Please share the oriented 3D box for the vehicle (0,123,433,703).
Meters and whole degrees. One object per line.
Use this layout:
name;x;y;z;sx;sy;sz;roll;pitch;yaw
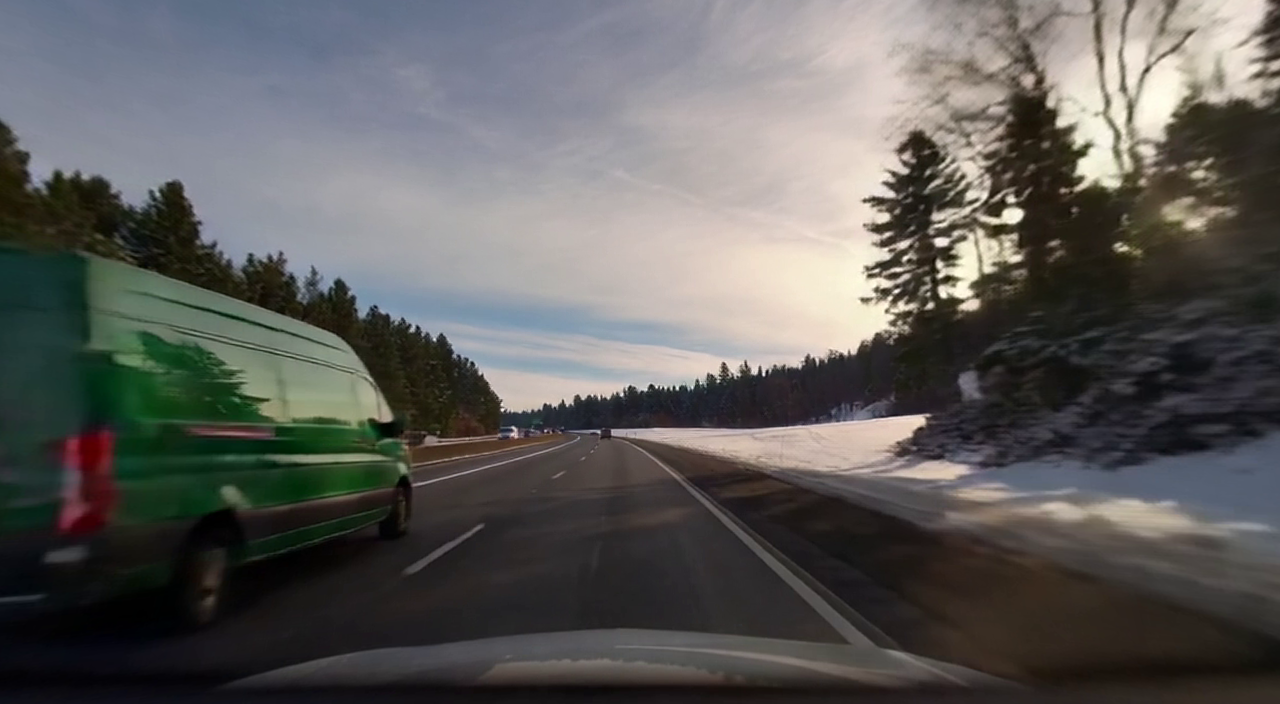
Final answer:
vehicle;-3.818;0.685;4.865;2.561;2.509;5.465;0;-8;0
